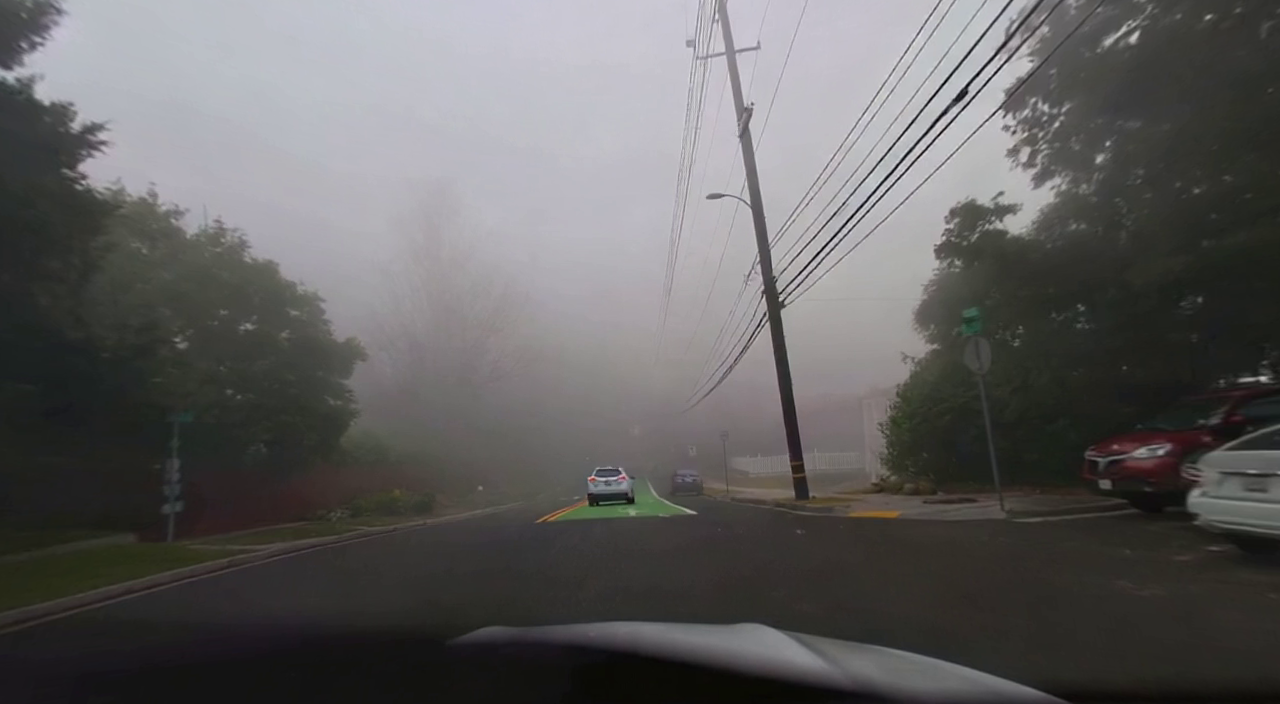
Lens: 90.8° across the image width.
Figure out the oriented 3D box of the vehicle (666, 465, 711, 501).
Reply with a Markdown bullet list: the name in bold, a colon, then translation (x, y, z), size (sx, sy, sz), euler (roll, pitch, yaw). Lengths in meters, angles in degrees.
- **vehicle**: translation (2.568, 7.054, 34.351), size (1.909, 1.694, 4.472), euler (0, -9, -3)

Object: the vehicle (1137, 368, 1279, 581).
- **vehicle**: translation (7.244, 1.018, 5.361), size (4.755, 1.611, 1.885), euler (1, -9, -9)

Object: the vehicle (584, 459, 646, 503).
- **vehicle**: translation (-0.953, 5.269, 25.658), size (2.235, 1.500, 4.496), euler (-2, -12, -1)
